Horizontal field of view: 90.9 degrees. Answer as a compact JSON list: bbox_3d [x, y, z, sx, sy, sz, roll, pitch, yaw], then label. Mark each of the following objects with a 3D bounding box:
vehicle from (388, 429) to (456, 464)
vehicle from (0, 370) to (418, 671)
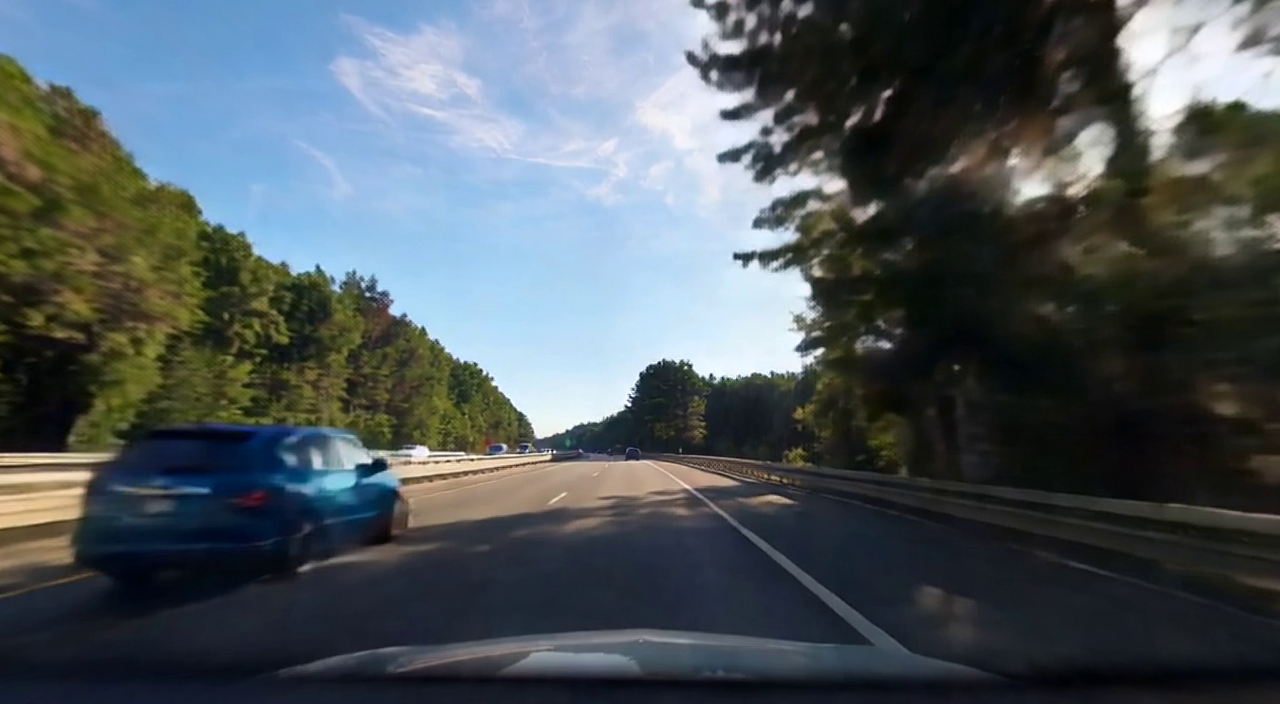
[{"bbox_3d":[-12.861,5.640,37.617,2.204,1.903,5.271,0,-9,0],"label":"vehicle"},{"bbox_3d":[-4.034,1.327,5.999,2.135,1.755,4.476,0,-9,1],"label":"vehicle"}]
